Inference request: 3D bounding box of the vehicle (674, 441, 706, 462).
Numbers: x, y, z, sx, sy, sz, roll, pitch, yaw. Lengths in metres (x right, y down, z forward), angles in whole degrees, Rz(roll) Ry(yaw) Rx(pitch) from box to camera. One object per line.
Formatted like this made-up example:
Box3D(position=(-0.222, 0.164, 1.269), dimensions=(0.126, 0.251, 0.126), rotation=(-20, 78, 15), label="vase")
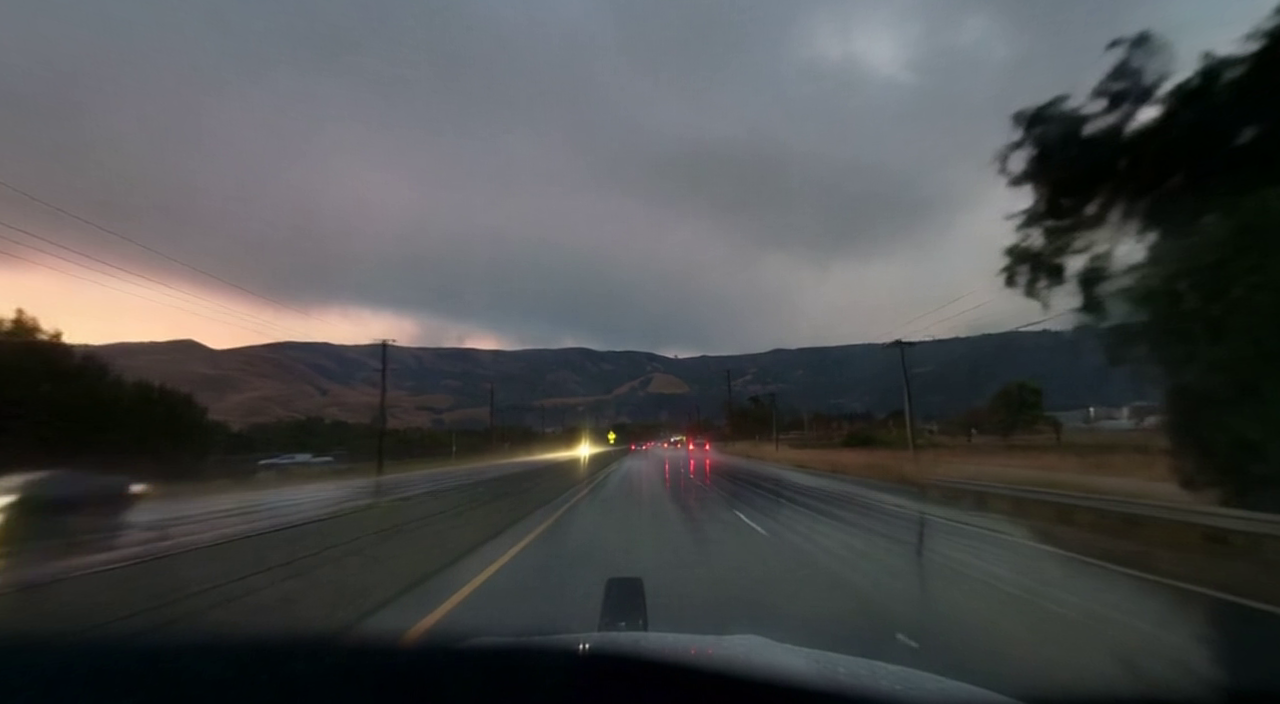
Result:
Box3D(position=(3.863, 7.834, 49.660), dimensions=(2.148, 1.538, 4.430), rotation=(0, -8, 0), label="vehicle")
